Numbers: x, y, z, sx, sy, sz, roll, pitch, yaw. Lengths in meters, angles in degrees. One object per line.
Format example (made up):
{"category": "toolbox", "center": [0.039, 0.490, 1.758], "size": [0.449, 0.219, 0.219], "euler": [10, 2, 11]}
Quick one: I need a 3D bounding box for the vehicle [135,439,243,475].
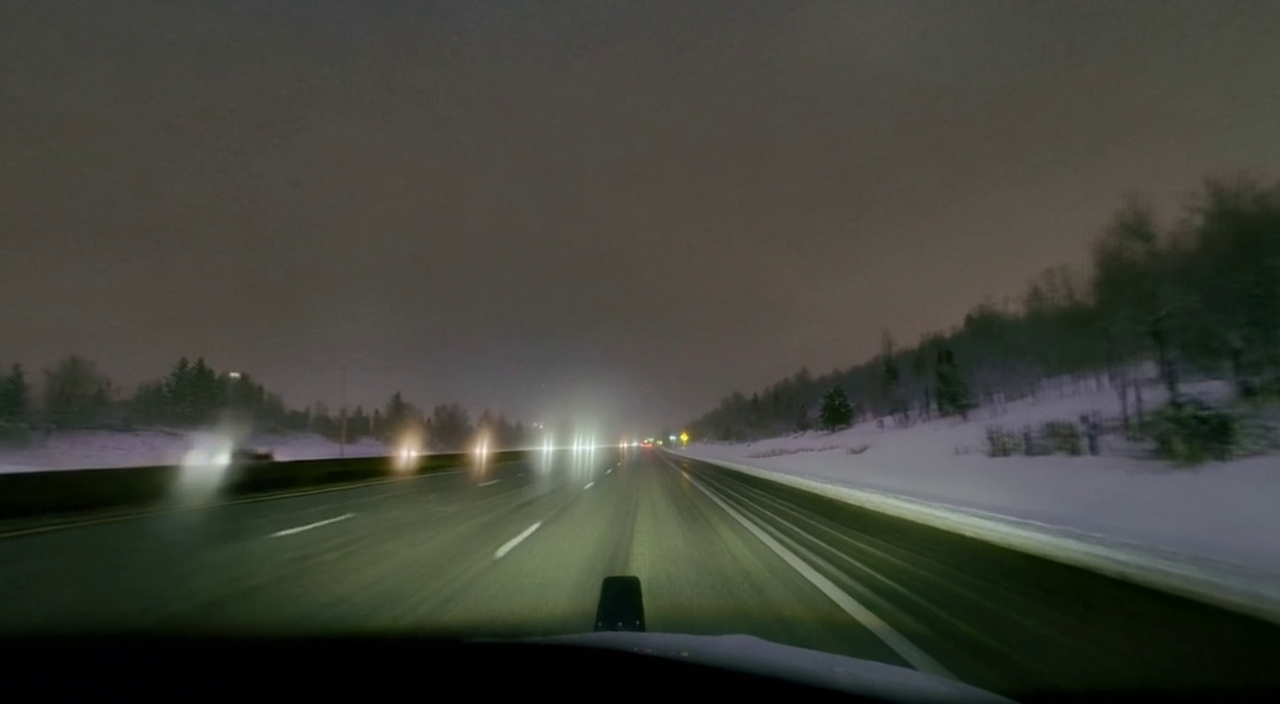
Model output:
{"category": "vehicle", "center": [-20.791, 4.871, 29.274], "size": [1.852, 1.534, 4.136], "euler": [0, -9, 1]}
